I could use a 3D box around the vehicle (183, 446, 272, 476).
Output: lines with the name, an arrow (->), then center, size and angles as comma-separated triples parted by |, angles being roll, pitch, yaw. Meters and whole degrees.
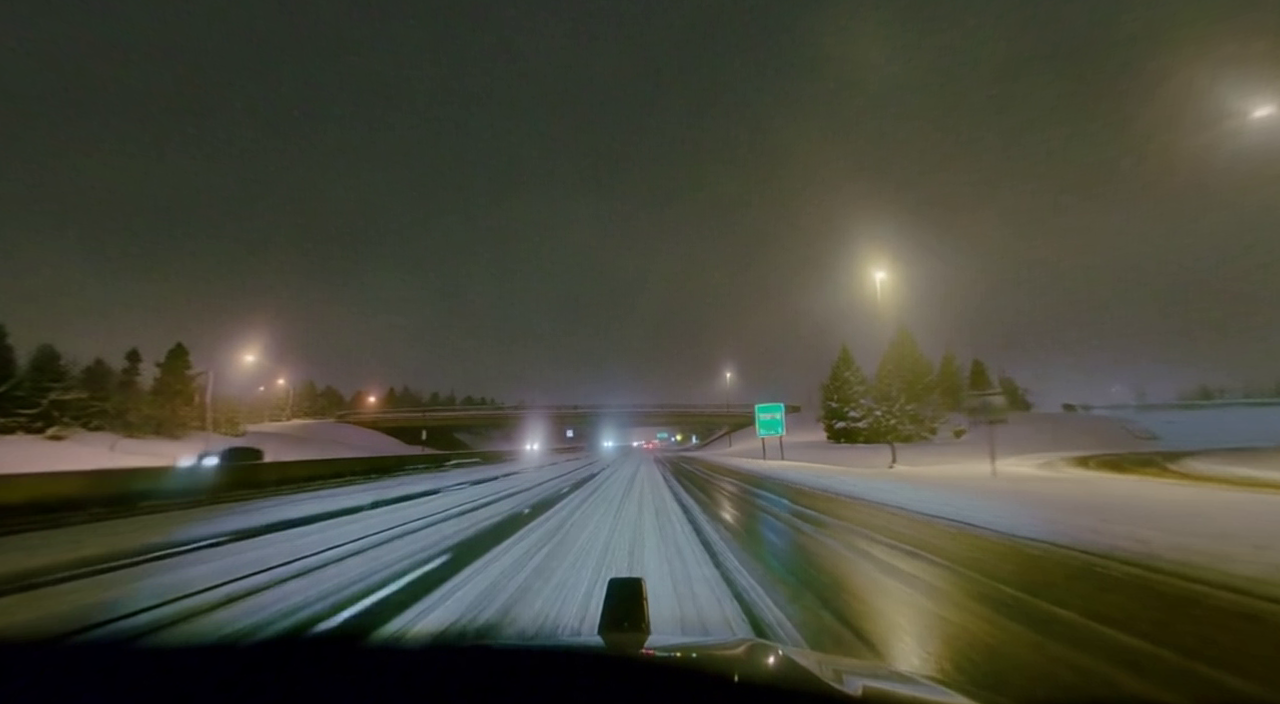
vehicle -> -23.360, 6.163, 35.943 | 1.863, 1.584, 4.527 | 0, -8, 3
